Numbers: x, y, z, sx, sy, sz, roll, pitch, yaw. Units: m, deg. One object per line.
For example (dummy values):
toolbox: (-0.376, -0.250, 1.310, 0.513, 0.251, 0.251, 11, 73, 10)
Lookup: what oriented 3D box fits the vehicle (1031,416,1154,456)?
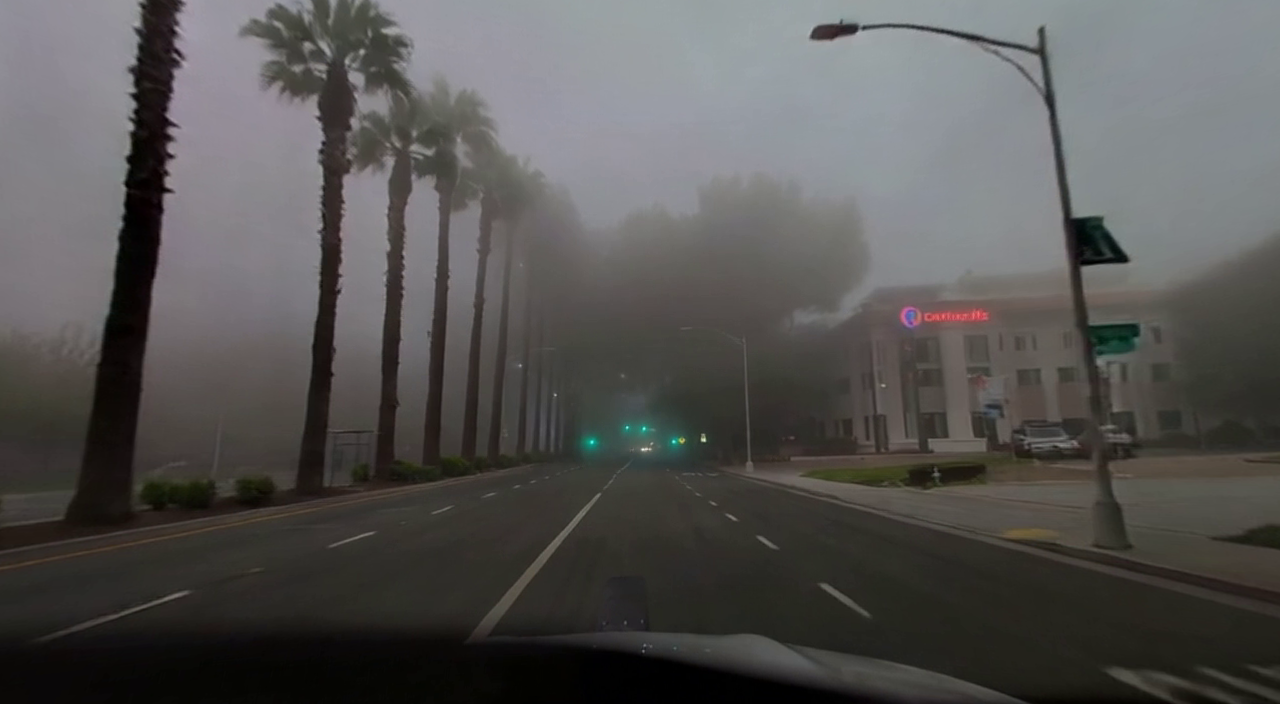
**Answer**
vehicle: (22.673, 4.288, 31.916, 2.222, 1.818, 5.099, 0, -8, -3)
